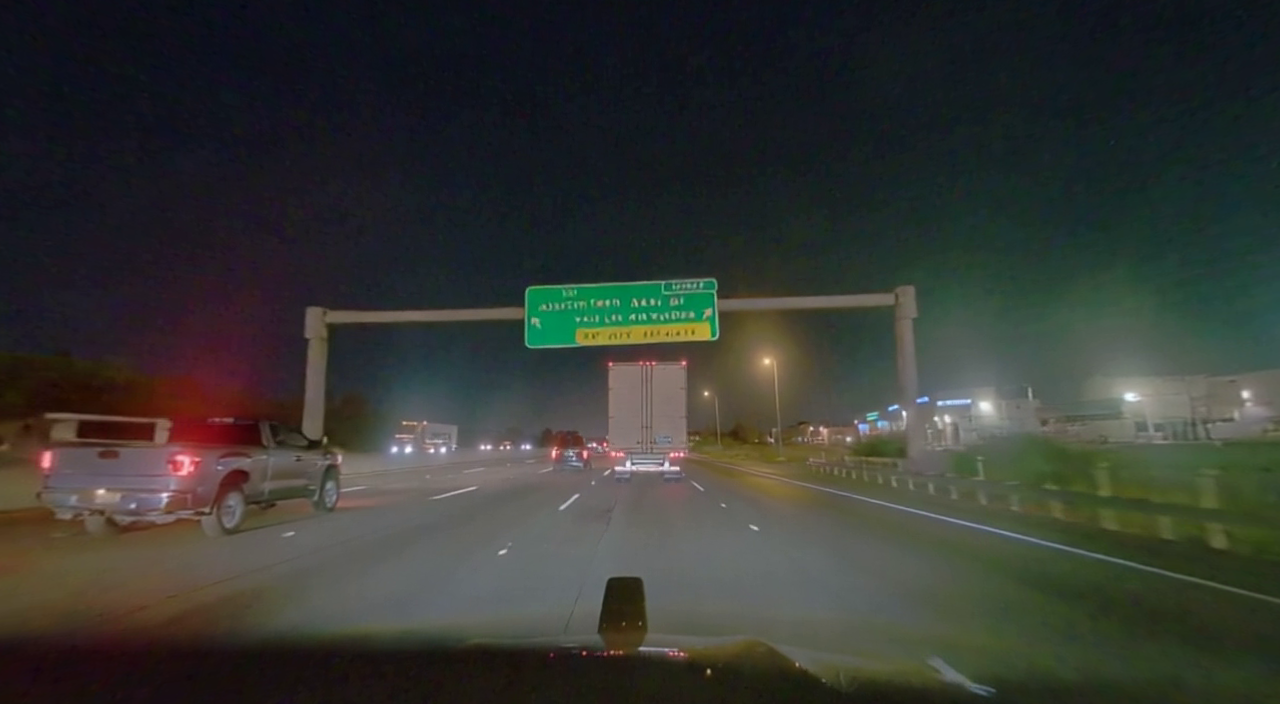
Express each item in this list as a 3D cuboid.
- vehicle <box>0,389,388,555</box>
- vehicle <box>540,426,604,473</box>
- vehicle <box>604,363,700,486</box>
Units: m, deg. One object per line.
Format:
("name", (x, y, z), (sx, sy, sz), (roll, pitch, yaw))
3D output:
("vehicle", (-6.748, 1.892, 10.615), (2.479, 1.978, 5.952), (0, -9, 1))
("vehicle", (-3.204, 4.828, 31.226), (2.379, 2.075, 6.169), (0, -9, 1))
("vehicle", (0.337, 2.970, 24.494), (2.941, 3.794, 9.851), (0, -9, 0))
